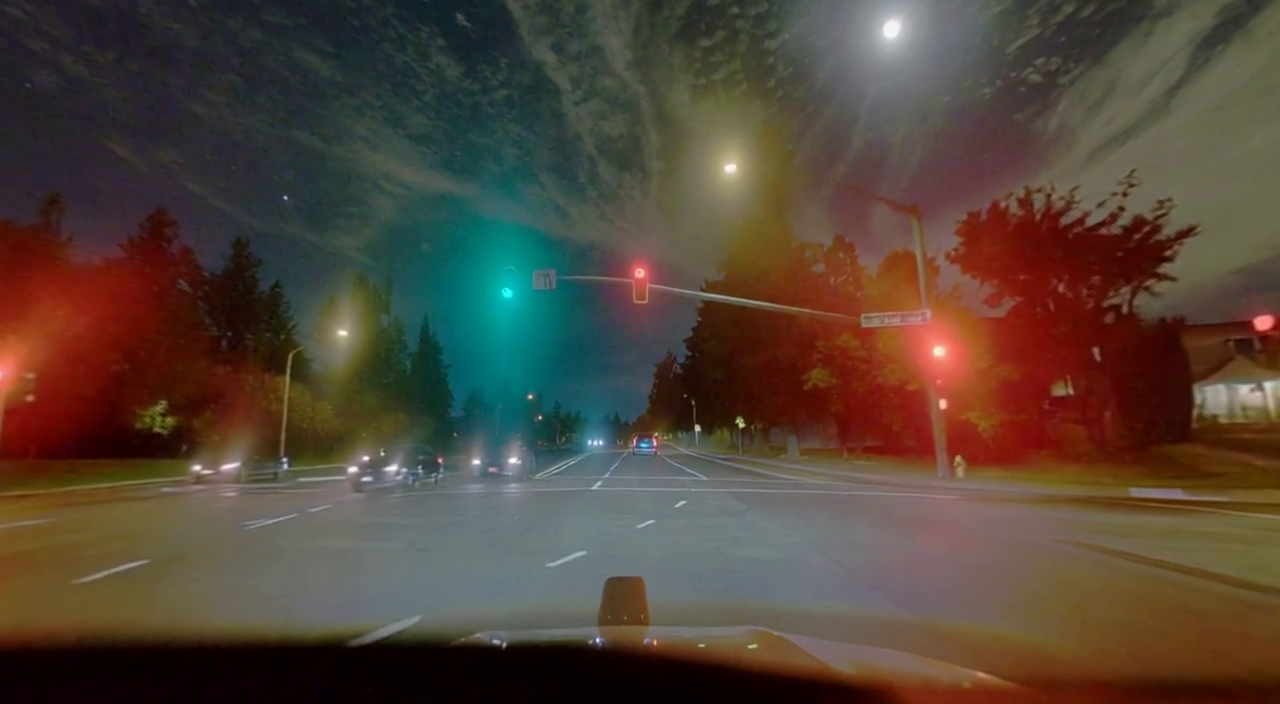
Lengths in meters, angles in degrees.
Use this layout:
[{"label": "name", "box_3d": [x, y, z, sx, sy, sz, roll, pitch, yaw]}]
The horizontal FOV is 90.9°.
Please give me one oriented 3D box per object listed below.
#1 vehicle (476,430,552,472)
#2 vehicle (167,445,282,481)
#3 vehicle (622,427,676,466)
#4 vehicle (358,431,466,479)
[{"label": "vehicle", "box_3d": [-4.799, 3.849, 24.691, 1.994, 1.494, 4.599, 0, -8, 1]}, {"label": "vehicle", "box_3d": [-18.480, 4.922, 28.348, 1.915, 1.477, 4.411, -1, -8, 5]}, {"label": "vehicle", "box_3d": [0.381, 4.564, 30.639, 2.437, 1.737, 4.420, 0, -8, 0]}, {"label": "vehicle", "box_3d": [-7.848, 3.588, 22.264, 2.154, 1.499, 4.461, 0, -8, 0]}]
